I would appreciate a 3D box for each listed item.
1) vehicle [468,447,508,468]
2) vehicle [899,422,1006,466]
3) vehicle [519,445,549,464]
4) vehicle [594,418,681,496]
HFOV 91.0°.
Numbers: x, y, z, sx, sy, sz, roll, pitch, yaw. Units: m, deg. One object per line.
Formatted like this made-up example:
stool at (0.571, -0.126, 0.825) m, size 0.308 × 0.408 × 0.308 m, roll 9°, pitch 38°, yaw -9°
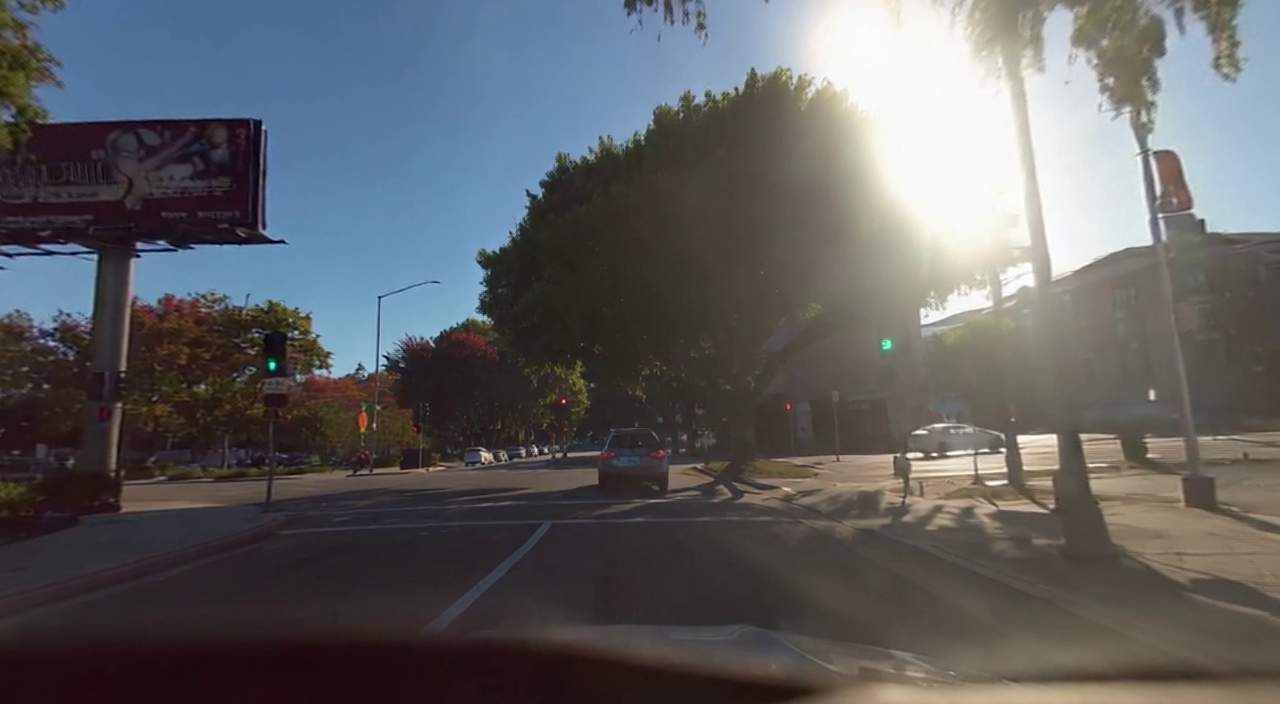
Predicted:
vehicle at (-11.011, 7.624, 45.819) m, size 1.989 × 1.403 × 4.331 m, roll 0°, pitch -8°, yaw -3°
vehicle at (12.097, 3.545, 24.388) m, size 3.403 × 1.602 × 1.716 m, roll 2°, pitch -9°, yaw -19°
vehicle at (-8.189, 7.948, 48.923) m, size 1.886 × 1.377 × 3.932 m, roll 0°, pitch -8°, yaw -3°
vehicle at (-0.157, 2.898, 17.608) m, size 2.142 × 1.904 × 3.816 m, roll 0°, pitch -8°, yaw -3°
